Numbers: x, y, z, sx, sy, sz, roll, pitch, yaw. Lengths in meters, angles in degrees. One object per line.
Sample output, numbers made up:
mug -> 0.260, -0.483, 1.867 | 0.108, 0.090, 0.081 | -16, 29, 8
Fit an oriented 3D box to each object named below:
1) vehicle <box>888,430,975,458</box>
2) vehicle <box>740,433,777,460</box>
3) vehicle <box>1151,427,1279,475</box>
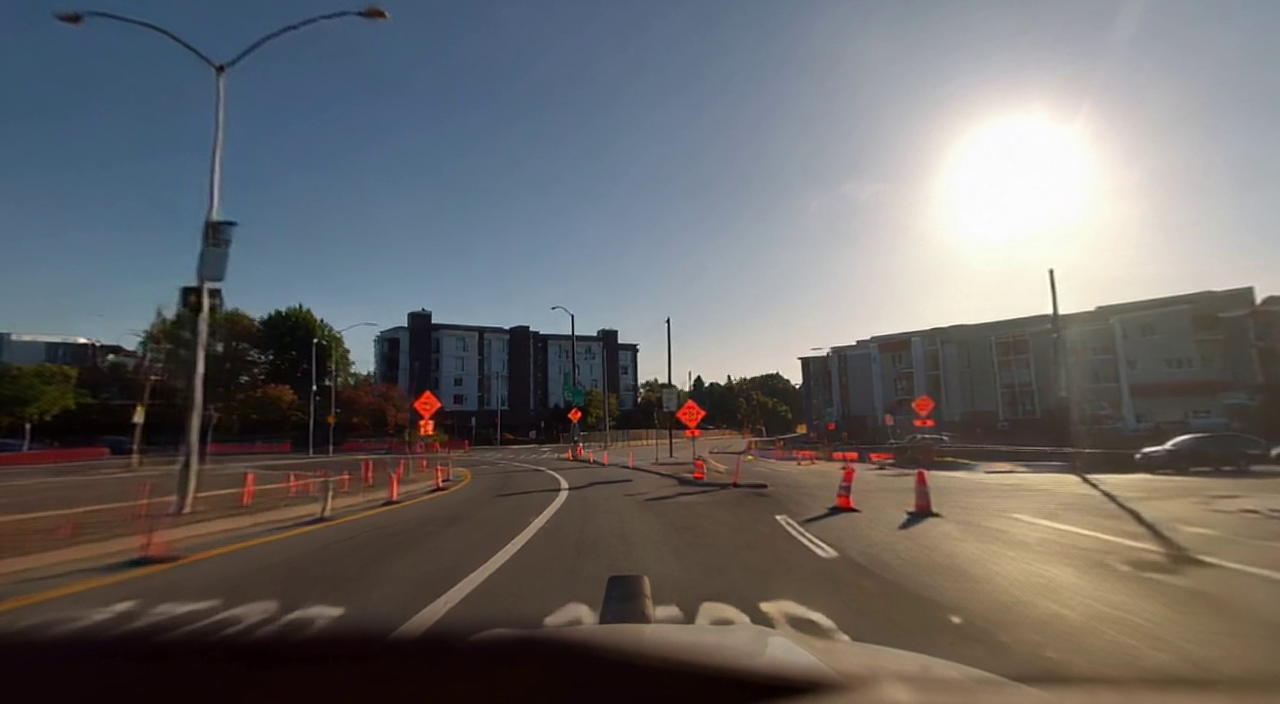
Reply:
vehicle -> 18.811, 5.986, 40.867 | 4.615, 1.738, 1.990 | -1, -9, 5
vehicle -> 8.301, 6.708, 44.610 | 2.150, 1.779, 4.423 | -1, -9, 6
vehicle -> 23.773, 3.978, 25.401 | 4.703, 1.808, 1.987 | 1, -9, -4
